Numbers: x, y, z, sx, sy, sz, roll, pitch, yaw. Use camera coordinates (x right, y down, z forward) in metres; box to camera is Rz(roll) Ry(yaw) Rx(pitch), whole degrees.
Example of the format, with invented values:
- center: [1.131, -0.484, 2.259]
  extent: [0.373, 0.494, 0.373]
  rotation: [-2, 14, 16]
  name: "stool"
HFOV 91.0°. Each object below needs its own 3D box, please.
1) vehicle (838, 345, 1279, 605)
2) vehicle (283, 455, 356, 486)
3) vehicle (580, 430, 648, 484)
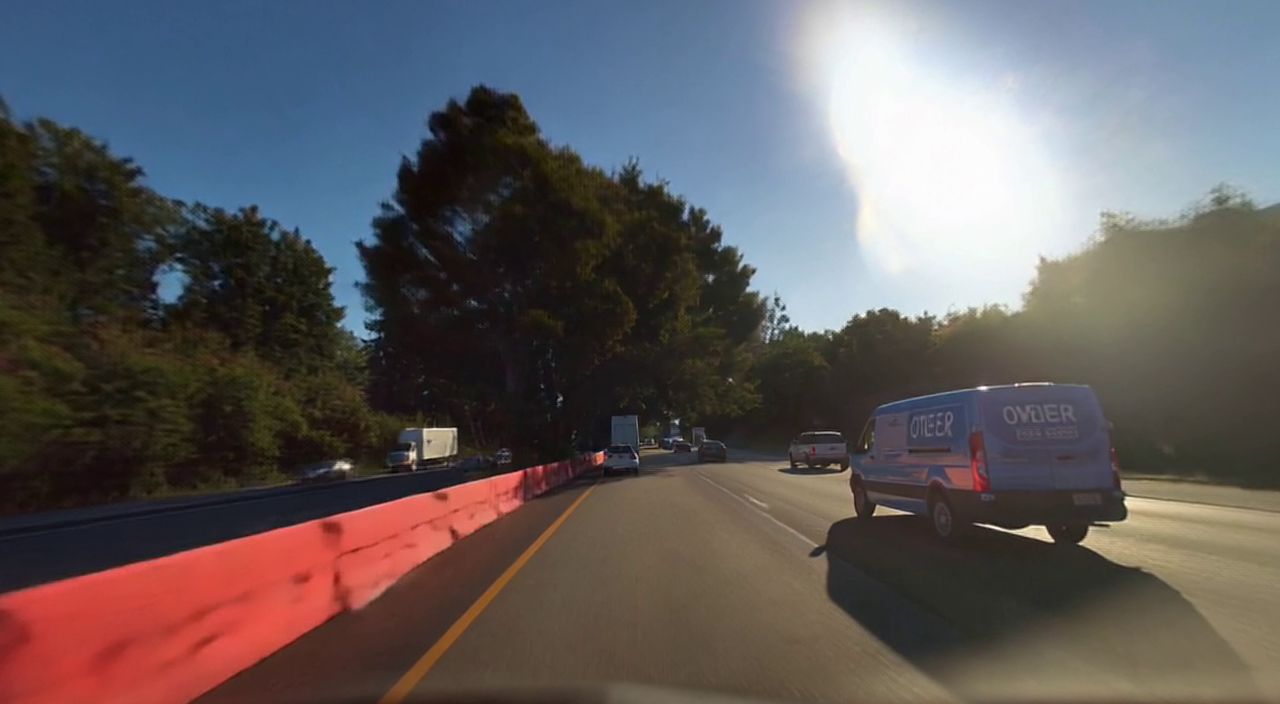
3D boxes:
- center: [4.378, 1.304, 7.513]
  extent: [2.223, 2.008, 5.121]
  rotation: [0, -8, -1]
  name: "vehicle"
- center: [-17.919, 6.622, 35.423]
  extent: [1.805, 1.485, 4.297]
  rotation: [0, -8, 0]
  name: "vehicle"
- center: [-0.833, 3.498, 21.171]
  extent: [2.100, 1.636, 3.620]
  rotation: [0, -8, -1]
  name: "vehicle"
